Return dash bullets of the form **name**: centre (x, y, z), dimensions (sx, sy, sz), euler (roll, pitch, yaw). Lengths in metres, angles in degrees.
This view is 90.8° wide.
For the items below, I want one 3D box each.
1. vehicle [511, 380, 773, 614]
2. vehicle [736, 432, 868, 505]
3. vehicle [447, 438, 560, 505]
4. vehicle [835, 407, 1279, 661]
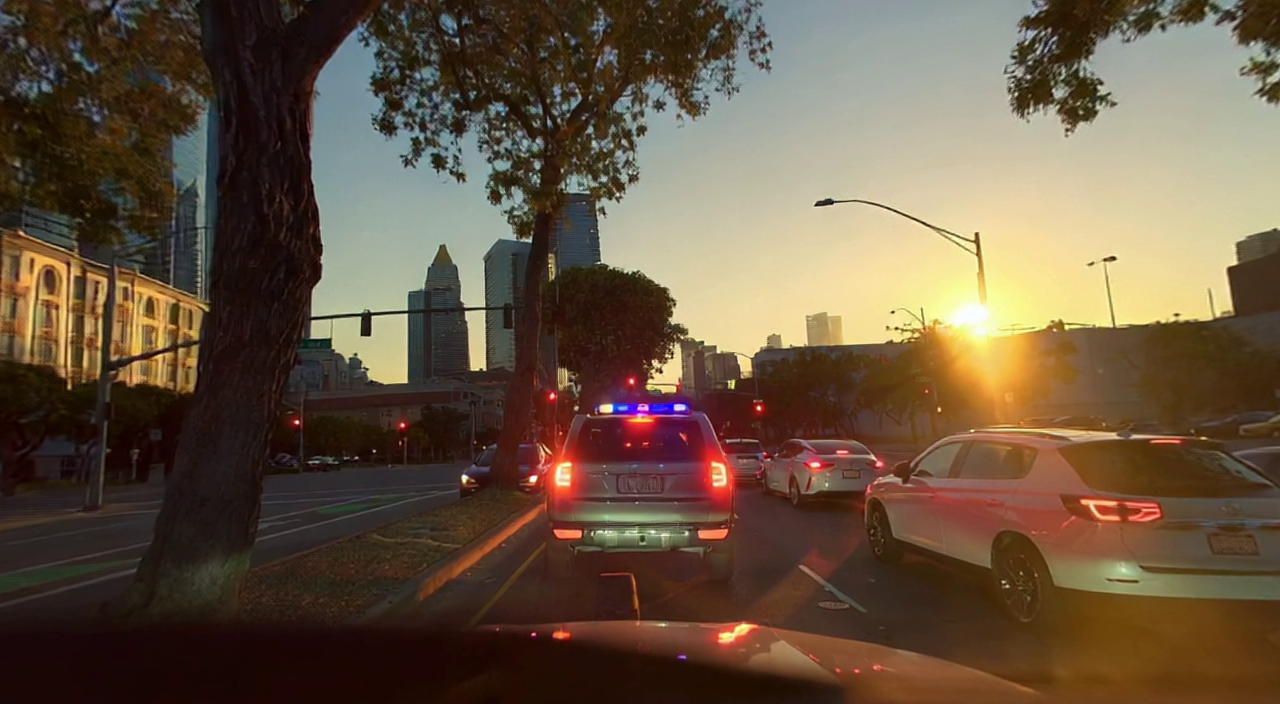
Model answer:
- **vehicle**: centre (-0.032, 1.461, 7.273), dimensions (2.038, 1.819, 4.505), euler (0, -8, -1)
- **vehicle**: centre (3.634, 2.700, 15.058), dimensions (1.940, 1.474, 4.234), euler (0, -8, -1)
- **vehicle**: centre (-3.316, 2.984, 16.212), dimensions (1.913, 1.464, 4.276), euler (0, -8, 0)
- **vehicle**: centre (3.640, 1.411, 6.081), dimensions (1.995, 1.483, 4.533), euler (0, -8, -1)
